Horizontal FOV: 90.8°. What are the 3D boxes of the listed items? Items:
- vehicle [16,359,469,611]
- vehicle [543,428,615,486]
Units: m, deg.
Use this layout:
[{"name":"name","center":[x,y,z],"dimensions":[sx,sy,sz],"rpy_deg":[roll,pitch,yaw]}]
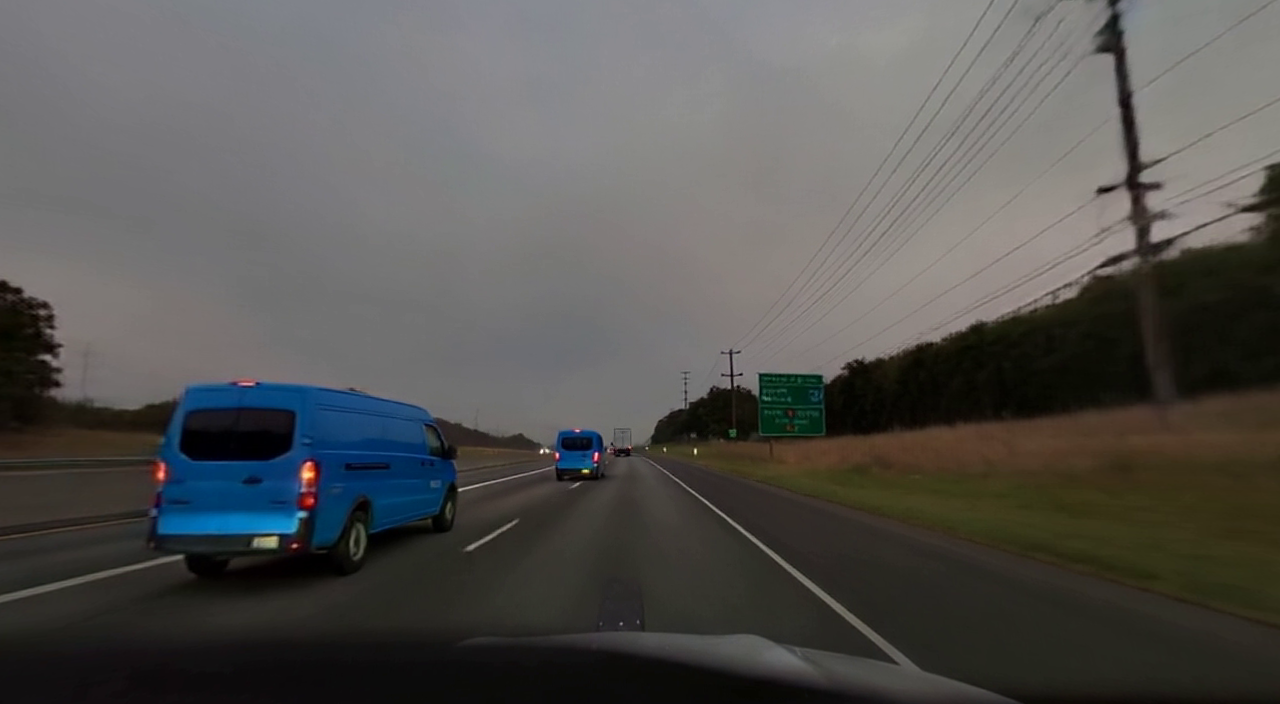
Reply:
[{"name":"vehicle","center":[-3.861,1.440,7.608],"dimensions":[2.145,2.010,4.980],"rpy_deg":[0,-9,0]},{"name":"vehicle","center":[-2.234,4.110,24.842],"dimensions":[2.197,2.011,5.130],"rpy_deg":[0,-9,1]}]
